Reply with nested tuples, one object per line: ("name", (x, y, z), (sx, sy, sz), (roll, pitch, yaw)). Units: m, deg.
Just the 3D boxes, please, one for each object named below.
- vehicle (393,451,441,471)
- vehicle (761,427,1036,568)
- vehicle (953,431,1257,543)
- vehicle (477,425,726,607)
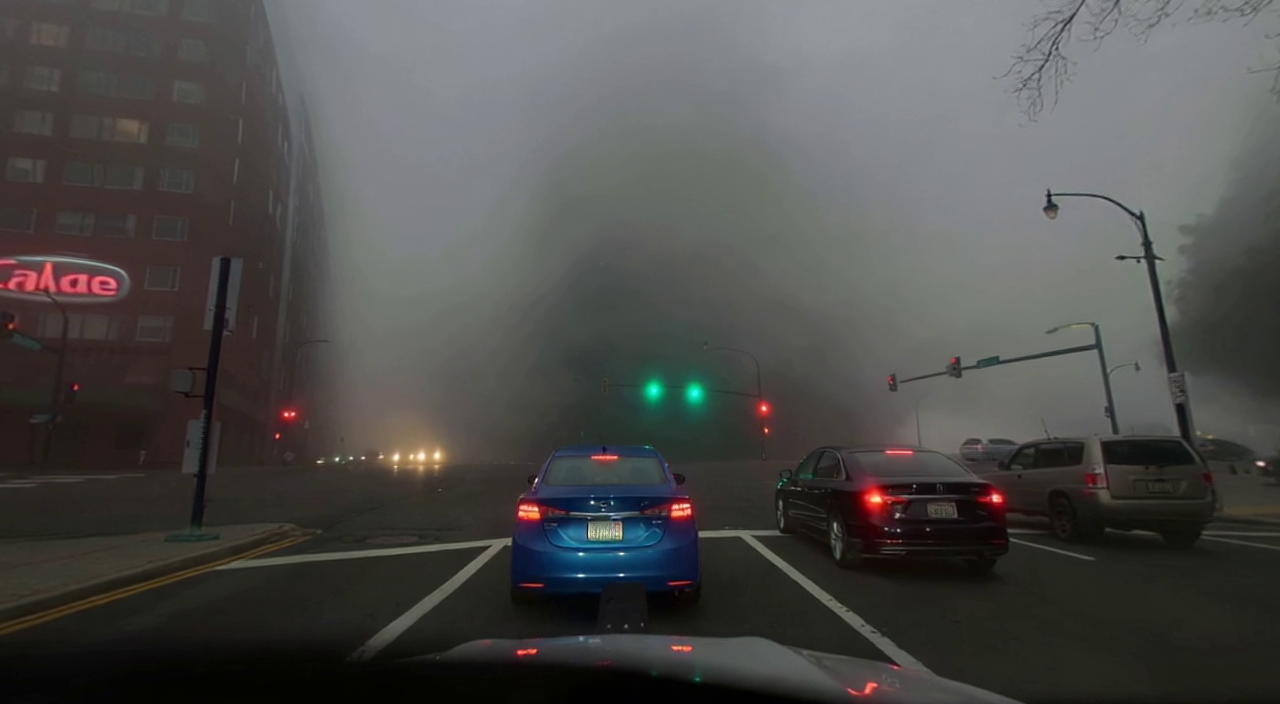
("vehicle", (-17.123, 8.386, 48.666), (2.048, 1.463, 4.530), (0, -8, -1))
("vehicle", (3.216, 1.888, 8.973), (2.042, 1.508, 4.109), (0, -8, -2))
("vehicle", (7.446, 2.164, 10.788), (1.908, 1.517, 4.182), (0, -8, -1))
("vehicle", (-0.367, 1.654, 7.292), (2.059, 1.477, 3.988), (0, -8, -1))
